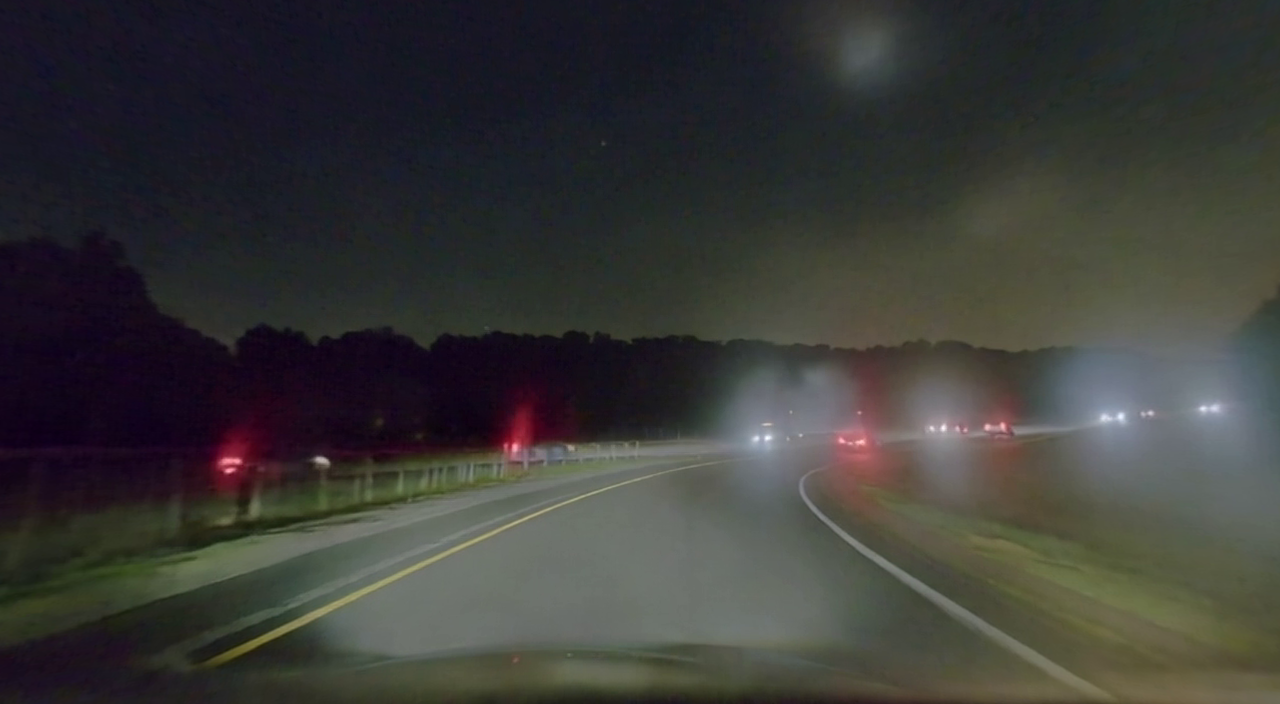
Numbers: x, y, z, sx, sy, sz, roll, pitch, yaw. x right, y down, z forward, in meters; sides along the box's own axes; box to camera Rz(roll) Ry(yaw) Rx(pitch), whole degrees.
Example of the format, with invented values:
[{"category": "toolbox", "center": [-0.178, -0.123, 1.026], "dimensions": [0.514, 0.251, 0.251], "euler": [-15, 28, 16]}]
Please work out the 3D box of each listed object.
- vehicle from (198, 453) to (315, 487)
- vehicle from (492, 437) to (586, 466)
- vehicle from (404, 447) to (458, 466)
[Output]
[{"category": "vehicle", "center": [-19.181, 5.845, 31.545], "dimensions": [4.819, 1.496, 1.923], "euler": [5, -10, -34]}, {"category": "vehicle", "center": [-5.771, 5.685, 36.219], "dimensions": [4.843, 1.579, 2.135], "euler": [5, -10, -34]}, {"category": "vehicle", "center": [-16.329, 8.128, 49.150], "dimensions": [3.568, 1.400, 1.711], "euler": [5, -10, -36]}]
